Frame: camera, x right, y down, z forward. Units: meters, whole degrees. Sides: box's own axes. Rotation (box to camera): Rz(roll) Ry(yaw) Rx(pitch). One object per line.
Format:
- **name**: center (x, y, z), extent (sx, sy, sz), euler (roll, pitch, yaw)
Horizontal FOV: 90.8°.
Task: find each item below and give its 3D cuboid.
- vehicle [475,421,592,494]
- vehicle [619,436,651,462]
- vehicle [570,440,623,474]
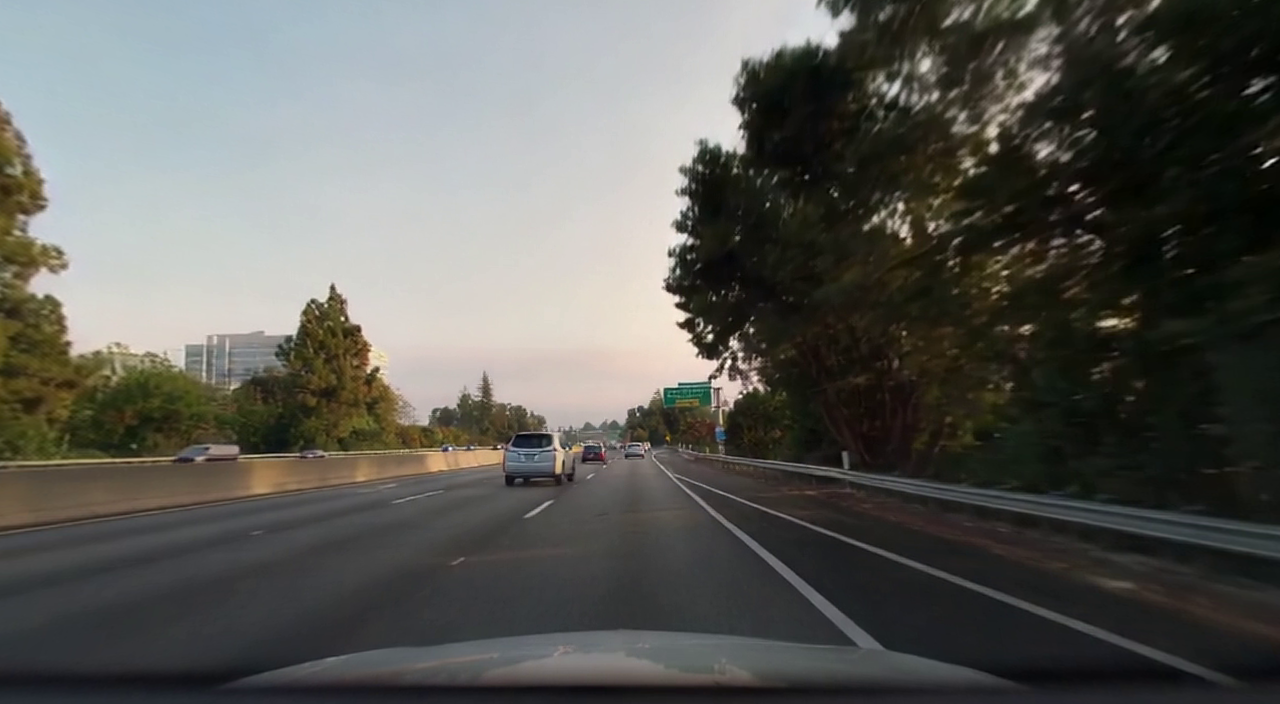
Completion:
- **vehicle**: center (-3.106, 3.280, 19.947), extent (2.497, 1.957, 5.432), euler (-1, -9, 3)
- **vehicle**: center (-0.362, 7.414, 48.281), extent (2.306, 1.857, 4.657), euler (0, -9, 0)
- **vehicle**: center (-2.078, 5.190, 31.484), extent (2.068, 1.539, 4.720), euler (-1, -9, 3)
